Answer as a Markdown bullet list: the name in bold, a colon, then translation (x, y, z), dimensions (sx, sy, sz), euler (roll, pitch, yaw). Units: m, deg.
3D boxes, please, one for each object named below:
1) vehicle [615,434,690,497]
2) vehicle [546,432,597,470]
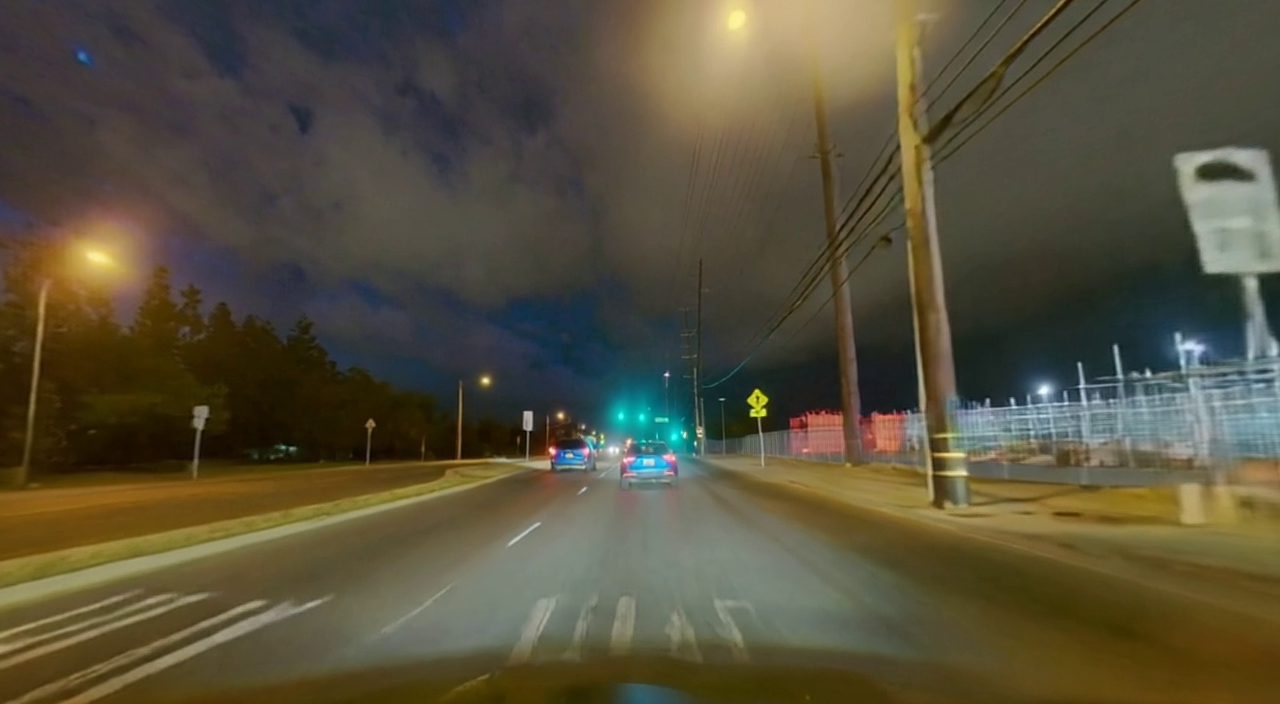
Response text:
- **vehicle**: translation (0.331, 3.382, 19.129), dimensions (2.059, 1.691, 3.980), euler (0, -8, 0)
- **vehicle**: translation (-3.488, 5.141, 32.805), dimensions (2.078, 1.804, 4.387), euler (0, -8, 1)
